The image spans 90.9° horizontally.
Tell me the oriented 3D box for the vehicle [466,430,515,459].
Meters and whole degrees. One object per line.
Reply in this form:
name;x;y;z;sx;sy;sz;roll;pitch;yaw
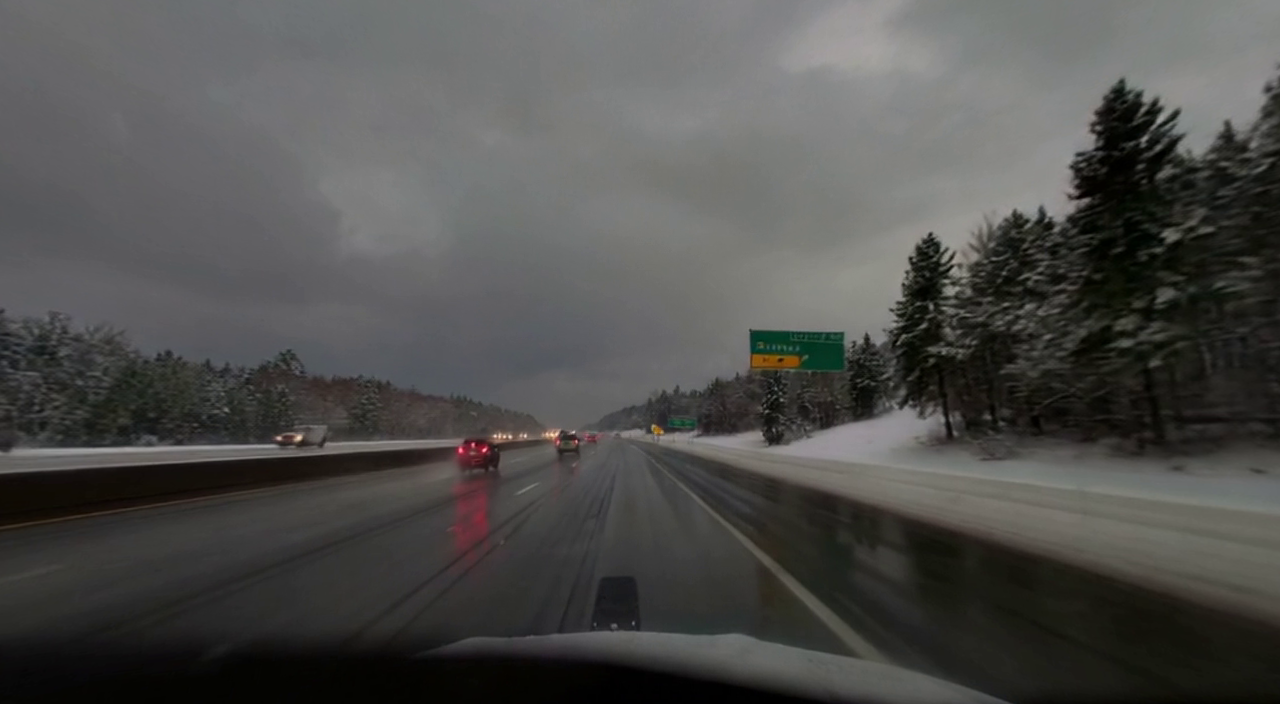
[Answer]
vehicle;-8.706;5.422;37.007;1.965;1.605;4.115;0;-8;-1

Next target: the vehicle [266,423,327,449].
vehicle;-25.166;6.190;46.341;1.973;1.775;4.515;0;-8;-2
